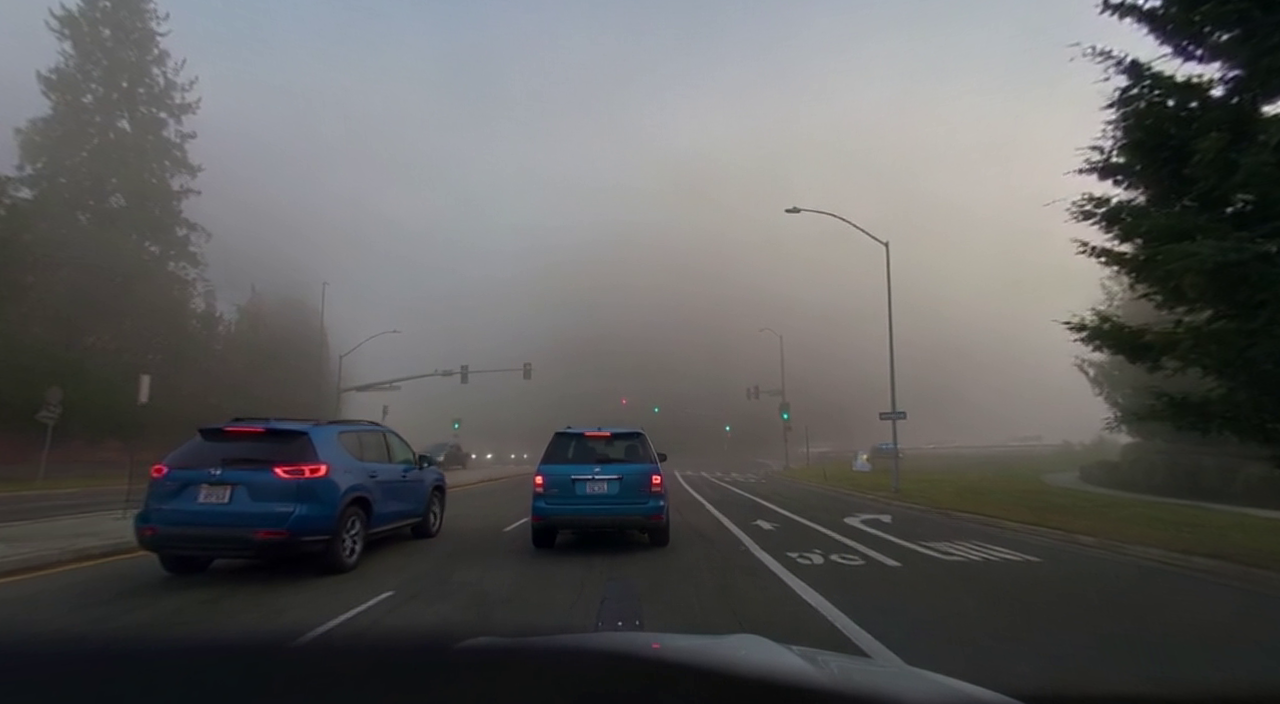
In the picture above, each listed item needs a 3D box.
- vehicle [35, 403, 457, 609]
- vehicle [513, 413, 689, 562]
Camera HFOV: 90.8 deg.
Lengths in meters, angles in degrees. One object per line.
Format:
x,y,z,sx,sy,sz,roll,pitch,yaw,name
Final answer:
-3.908,1.595,7.488,2.009,1.673,4.454,0,-8,2,vehicle
-0.438,2.021,10.236,2.131,1.793,5.016,0,-8,1,vehicle
